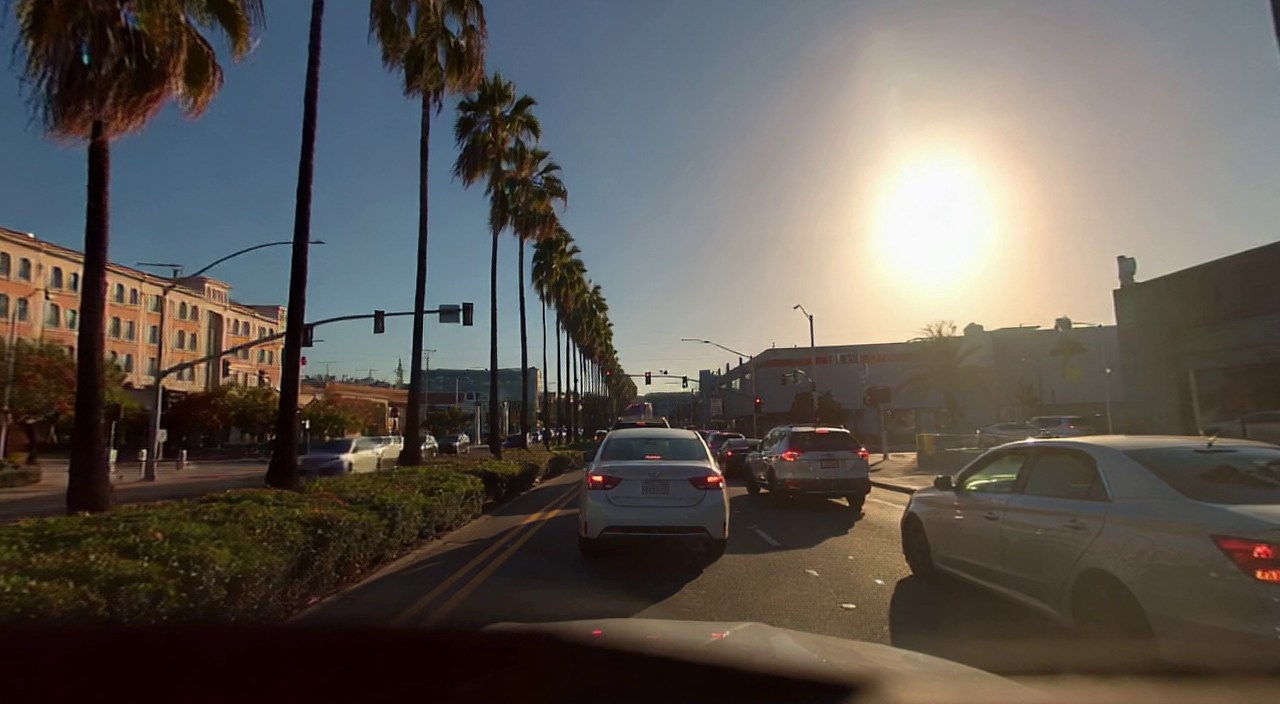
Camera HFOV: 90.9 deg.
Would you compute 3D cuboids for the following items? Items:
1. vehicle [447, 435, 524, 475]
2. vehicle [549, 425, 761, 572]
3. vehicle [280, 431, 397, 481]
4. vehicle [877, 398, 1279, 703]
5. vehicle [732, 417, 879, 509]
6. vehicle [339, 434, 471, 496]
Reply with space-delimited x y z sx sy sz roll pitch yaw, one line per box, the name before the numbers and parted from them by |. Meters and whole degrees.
vehicle | -6.043 4.097 25.220 1.822 1.456 4.396 -1 -8 2
vehicle | 0.166 1.788 8.457 2.140 1.474 4.026 0 -8 0
vehicle | -11.118 3.858 23.700 2.034 1.680 4.543 0 -8 2
vehicle | 3.527 1.224 4.473 1.910 1.490 4.661 0 -8 1
vehicle | 3.489 2.445 14.300 2.169 1.751 4.276 0 -8 0
vehicle | -6.256 3.050 17.379 1.900 1.487 4.165 0 -8 2
